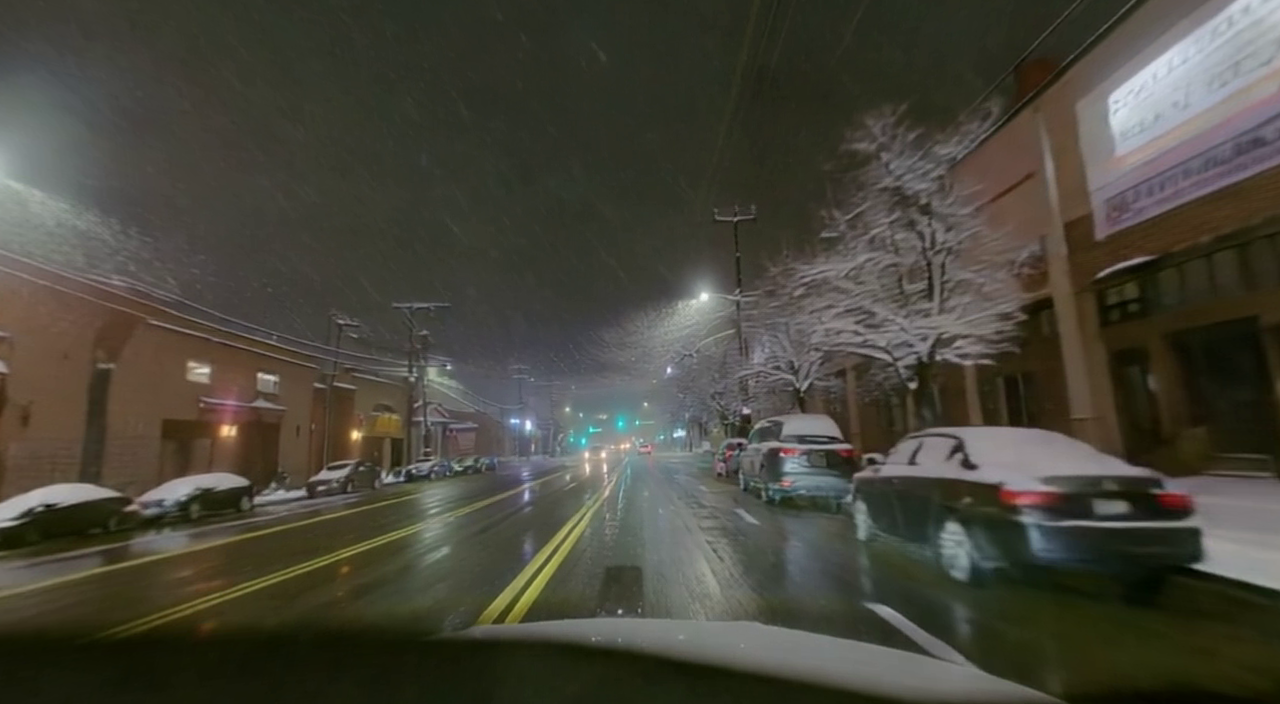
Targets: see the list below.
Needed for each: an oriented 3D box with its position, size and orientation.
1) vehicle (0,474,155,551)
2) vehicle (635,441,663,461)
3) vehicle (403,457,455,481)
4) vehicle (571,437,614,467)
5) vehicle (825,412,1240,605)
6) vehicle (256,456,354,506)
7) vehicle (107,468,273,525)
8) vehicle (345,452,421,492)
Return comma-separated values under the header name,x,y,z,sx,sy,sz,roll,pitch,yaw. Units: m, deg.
name,x,y,z,sx,sy,sz,roll,pitch,yaw
vehicle,-15.171,3.979,16.021,1.883,1.493,4.880,-1,-8,0
vehicle,0.672,7.745,49.341,2.099,1.470,4.270,0,-8,0
vehicle,-14.811,8.206,44.599,2.049,1.496,4.338,-1,-8,1
vehicle,-3.056,6.563,41.578,2.348,1.831,4.737,0,-8,1
vehicle,3.788,1.577,7.339,1.839,1.505,4.566,0,-8,-1
vehicle,-15.102,5.795,28.788,2.020,1.695,4.629,-7,-8,-2
vehicle,-15.255,4.889,21.864,2.076,1.518,4.981,-1,-8,0
vehicle,-15.102,7.013,37.456,2.124,1.835,5.450,-6,-8,0
